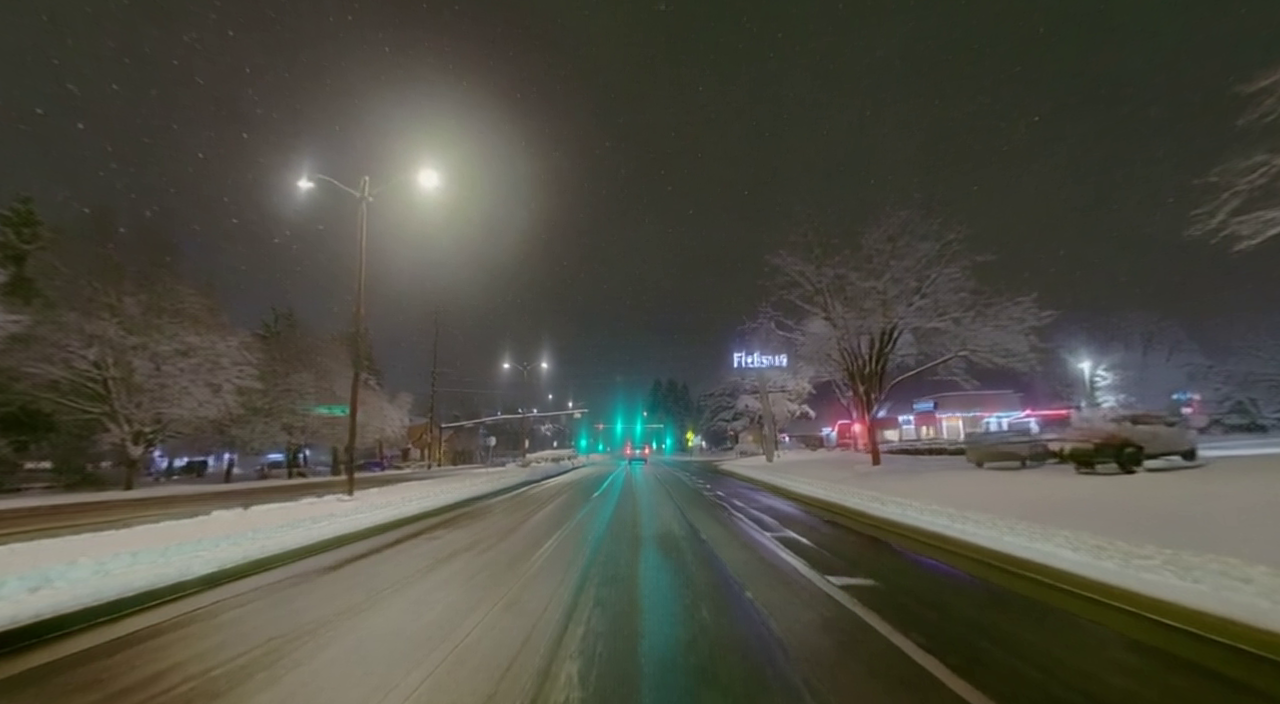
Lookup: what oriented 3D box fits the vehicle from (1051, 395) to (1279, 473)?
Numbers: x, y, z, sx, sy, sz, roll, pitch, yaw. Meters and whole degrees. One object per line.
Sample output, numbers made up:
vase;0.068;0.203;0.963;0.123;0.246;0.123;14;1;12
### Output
vehicle;13.964;2.210;16.934;4.514;1.929;1.991;0;-8;-4
